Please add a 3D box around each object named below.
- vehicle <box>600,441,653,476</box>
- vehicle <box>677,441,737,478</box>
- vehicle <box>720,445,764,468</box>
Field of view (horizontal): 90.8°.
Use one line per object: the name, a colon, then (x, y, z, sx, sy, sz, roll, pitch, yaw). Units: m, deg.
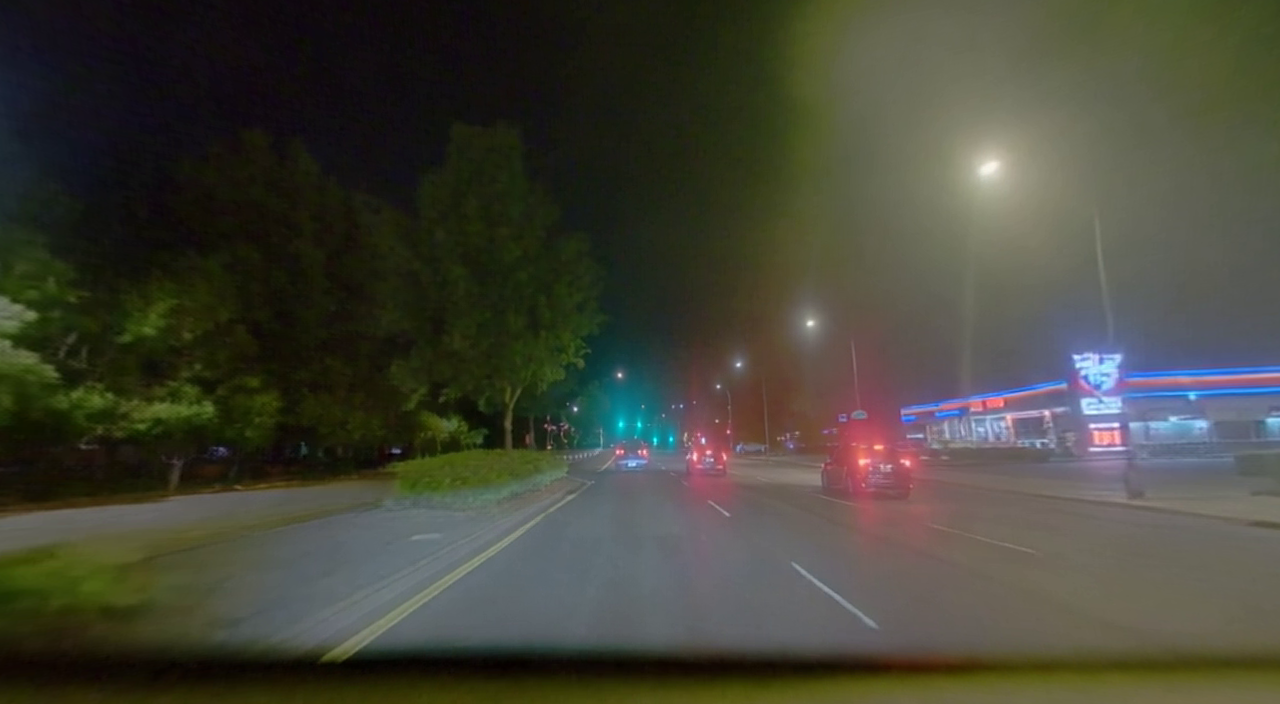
vehicle: (-0.620, 4.791, 28.675, 2.242, 1.474, 4.127, 0, -8, -1)
vehicle: (2.895, 4.778, 28.393, 2.057, 1.491, 4.675, 0, -8, -2)
vehicle: (6.544, 6.720, 40.902, 2.068, 1.393, 3.874, 0, -8, -3)
